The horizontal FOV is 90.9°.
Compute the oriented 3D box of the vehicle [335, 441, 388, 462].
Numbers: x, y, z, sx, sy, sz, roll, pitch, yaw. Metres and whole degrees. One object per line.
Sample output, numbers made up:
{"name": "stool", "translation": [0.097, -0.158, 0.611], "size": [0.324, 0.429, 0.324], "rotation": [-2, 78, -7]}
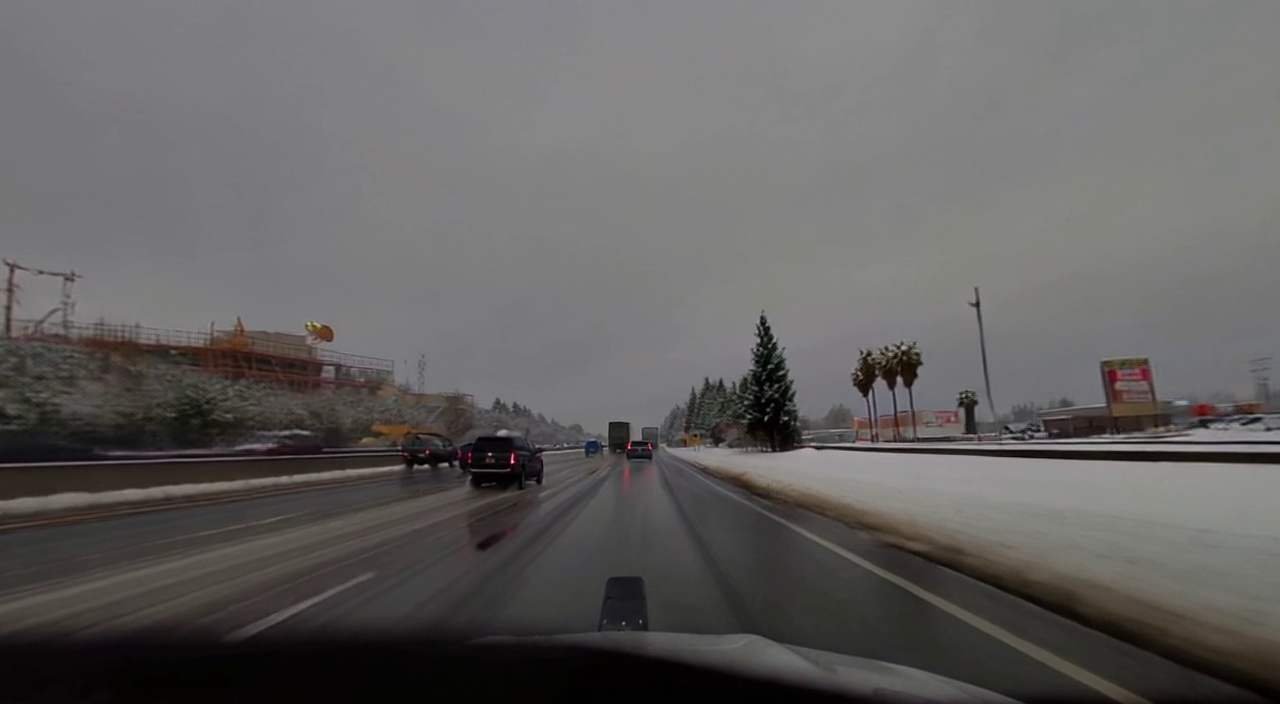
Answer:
{"name": "vehicle", "translation": [-20.785, 7.451, 47.204], "size": [1.755, 1.460, 4.353], "rotation": [-1, -8, 3]}

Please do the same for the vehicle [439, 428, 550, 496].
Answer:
{"name": "vehicle", "translation": [-4.121, 3.199, 18.748], "size": [2.108, 1.740, 4.549], "rotation": [0, -8, 2]}

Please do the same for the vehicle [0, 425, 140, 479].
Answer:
{"name": "vehicle", "translation": [-21.861, 3.674, 23.326], "size": [2.162, 1.745, 5.317], "rotation": [-1, -8, 2]}

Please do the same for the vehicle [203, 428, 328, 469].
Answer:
{"name": "vehicle", "translation": [-17.641, 4.593, 30.166], "size": [2.256, 1.779, 5.718], "rotation": [-1, -8, 3]}

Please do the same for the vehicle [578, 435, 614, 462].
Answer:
{"name": "vehicle", "translation": [-3.366, 7.505, 49.034], "size": [2.203, 1.958, 4.848], "rotation": [-1, -8, 2]}

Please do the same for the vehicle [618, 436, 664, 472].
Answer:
{"name": "vehicle", "translation": [0.085, 5.076, 31.523], "size": [2.136, 1.678, 4.052], "rotation": [0, -8, 1]}
